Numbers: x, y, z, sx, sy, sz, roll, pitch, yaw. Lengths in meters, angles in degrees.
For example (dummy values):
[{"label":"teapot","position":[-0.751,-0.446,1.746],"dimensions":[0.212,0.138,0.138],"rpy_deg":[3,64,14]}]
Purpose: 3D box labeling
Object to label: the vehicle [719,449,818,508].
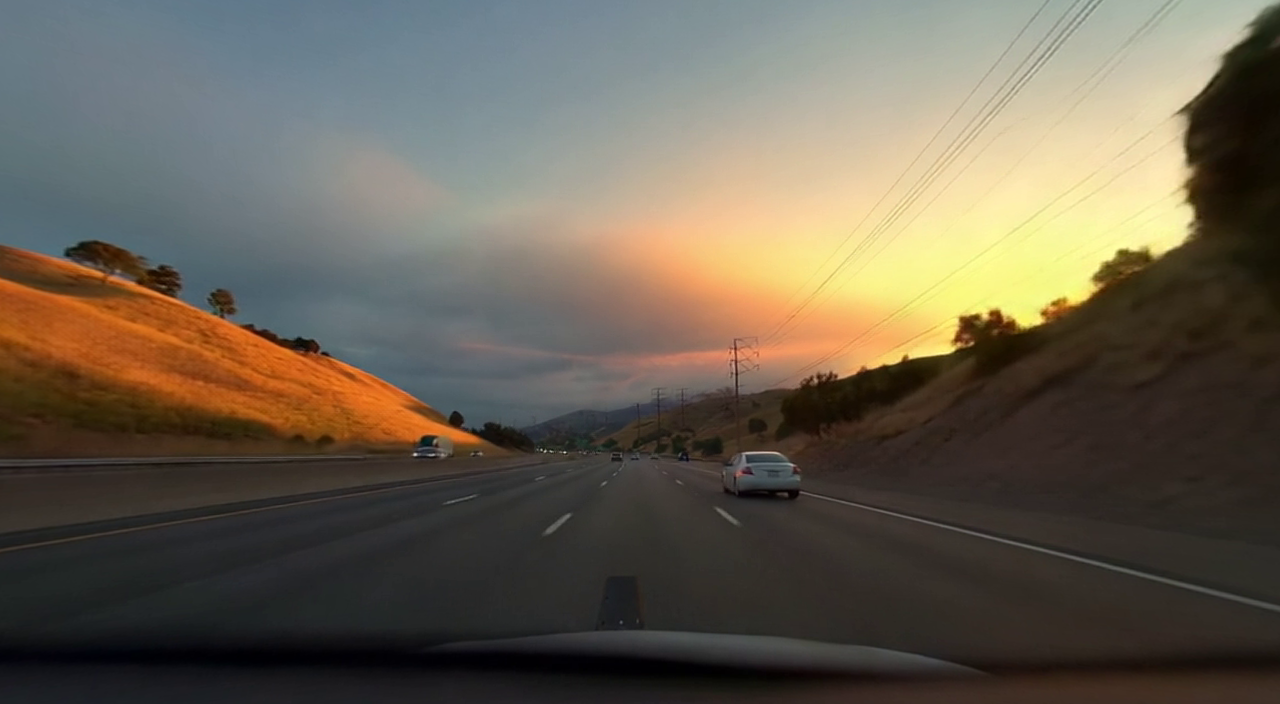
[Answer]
[{"label":"vehicle","position":[3.745,3.750,19.190],"dimensions":[2.086,1.542,4.355],"rpy_deg":[0,-9,0]}]
